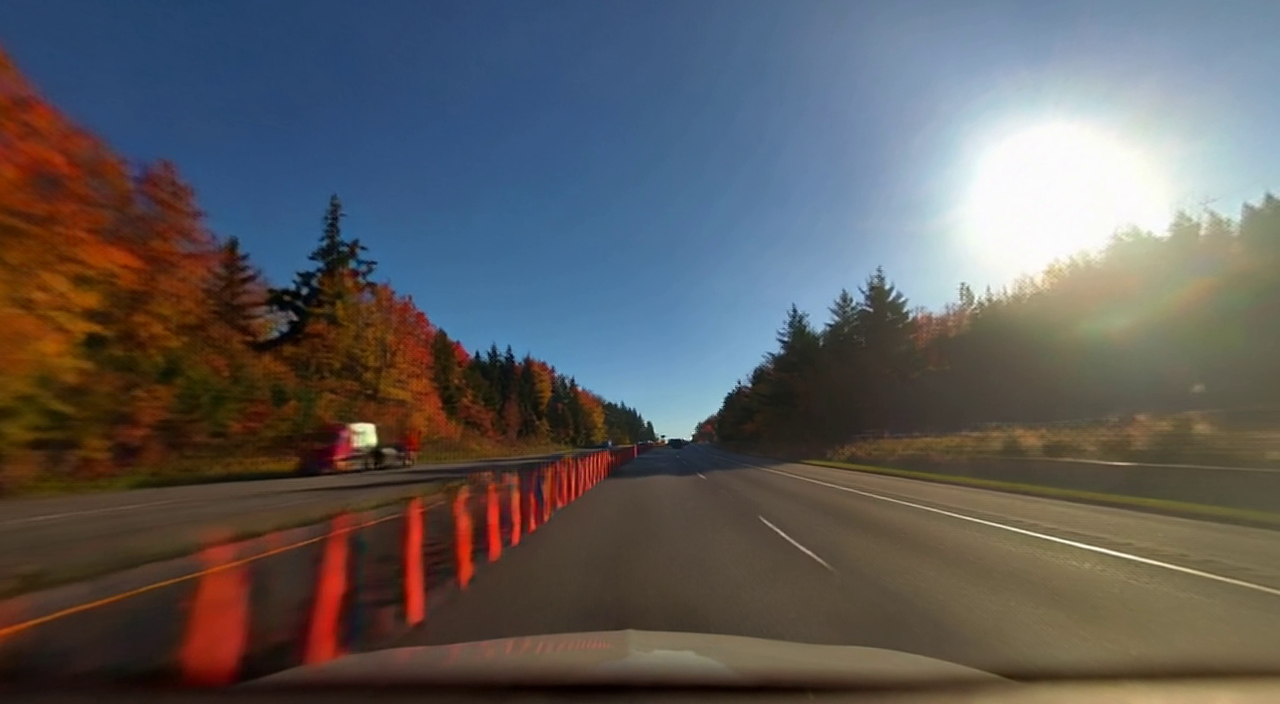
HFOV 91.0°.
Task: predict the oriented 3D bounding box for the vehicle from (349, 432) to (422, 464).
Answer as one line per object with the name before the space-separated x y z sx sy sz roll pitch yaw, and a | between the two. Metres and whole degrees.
vehicle | -14.507 5.514 36.190 1.984 1.726 4.775 0 -8 3

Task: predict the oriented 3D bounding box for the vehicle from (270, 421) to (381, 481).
vehicle | -14.593 4.641 29.640 2.268 2.551 5.343 0 -8 2
